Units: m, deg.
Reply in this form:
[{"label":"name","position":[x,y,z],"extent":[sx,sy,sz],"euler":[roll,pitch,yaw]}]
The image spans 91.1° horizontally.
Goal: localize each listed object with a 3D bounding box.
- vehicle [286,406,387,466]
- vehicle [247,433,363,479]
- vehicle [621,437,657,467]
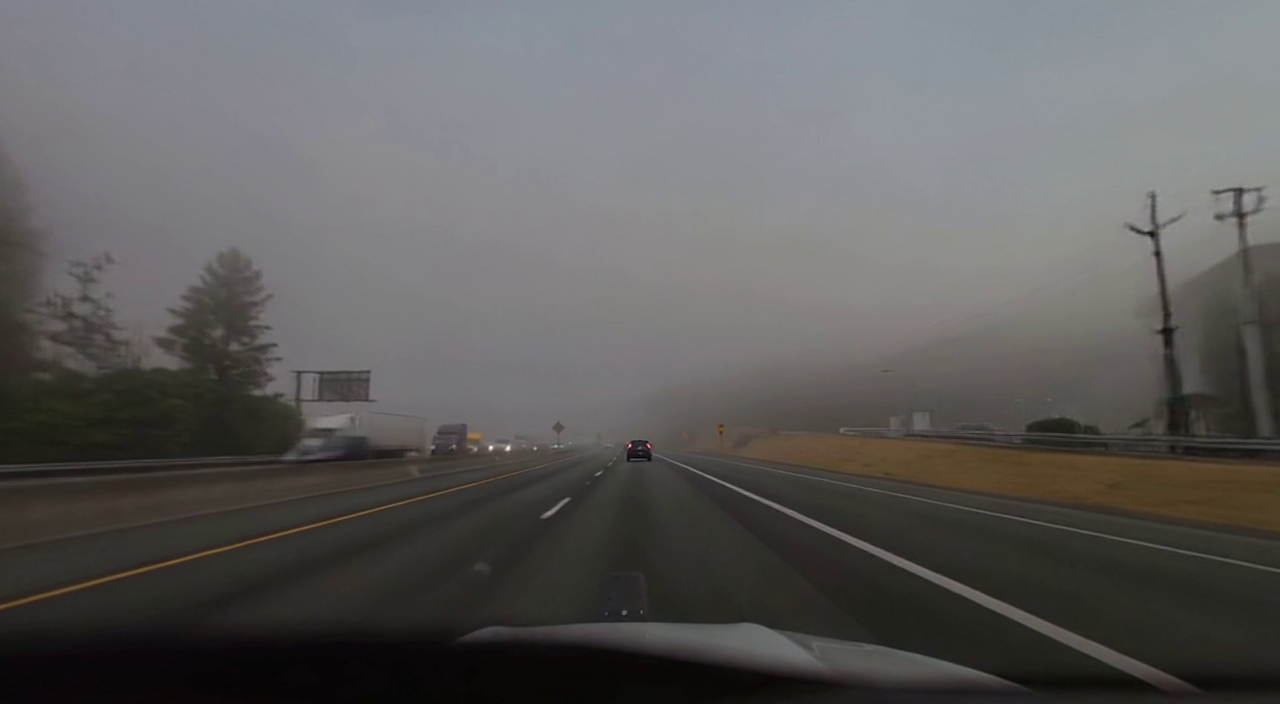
[{"label":"vehicle","position":[-21.921,6.203,46.091],"extent":[3.035,3.923,8.941],"euler":[0,-8,-1]},{"label":"vehicle","position":[-13.568,4.236,25.866],"extent":[2.009,1.680,5.023],"euler":[0,-8,0]},{"label":"vehicle","position":[-0.113,5.960,37.614],"extent":[2.029,1.666,4.064],"euler":[0,-8,-1]}]
